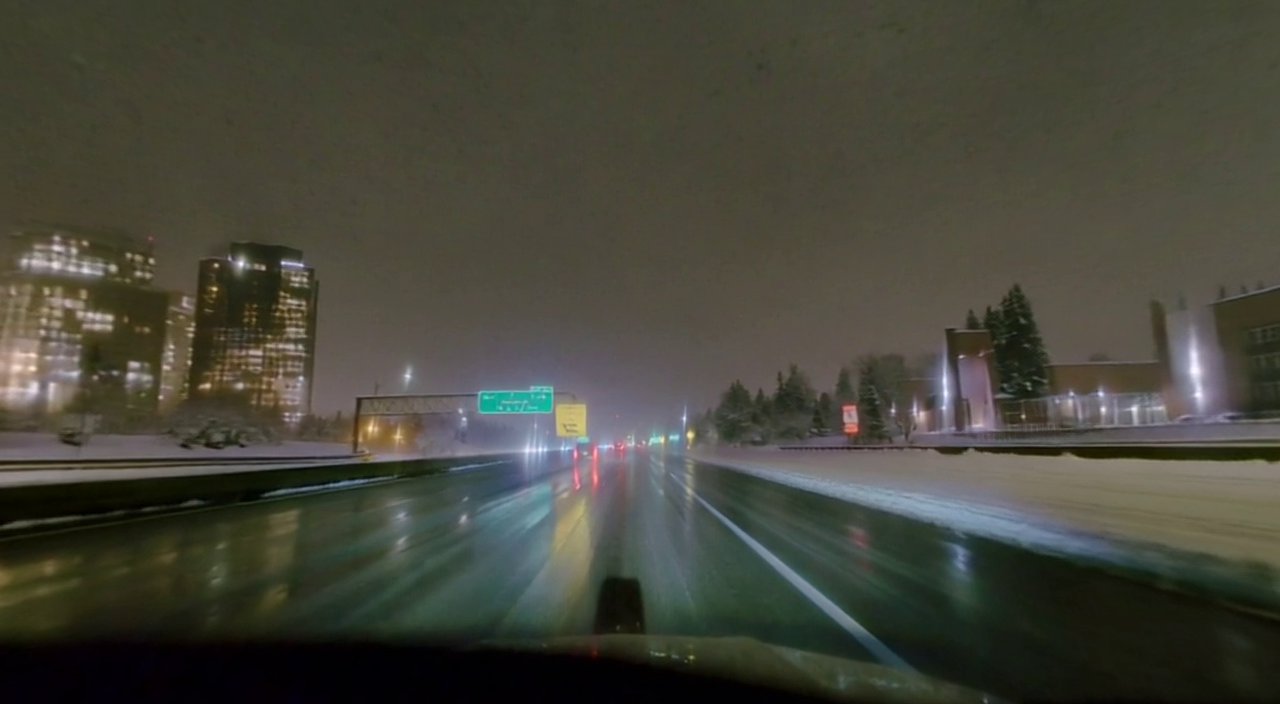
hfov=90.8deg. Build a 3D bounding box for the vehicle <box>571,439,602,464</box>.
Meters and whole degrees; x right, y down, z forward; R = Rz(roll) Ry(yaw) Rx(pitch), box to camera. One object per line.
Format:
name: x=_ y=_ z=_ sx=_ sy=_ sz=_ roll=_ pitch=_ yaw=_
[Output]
vehicle: x=-4.019 y=7.557 z=48.196 sx=2.047 sy=1.786 sz=4.217 roll=0 pitch=-8 yaw=-1
